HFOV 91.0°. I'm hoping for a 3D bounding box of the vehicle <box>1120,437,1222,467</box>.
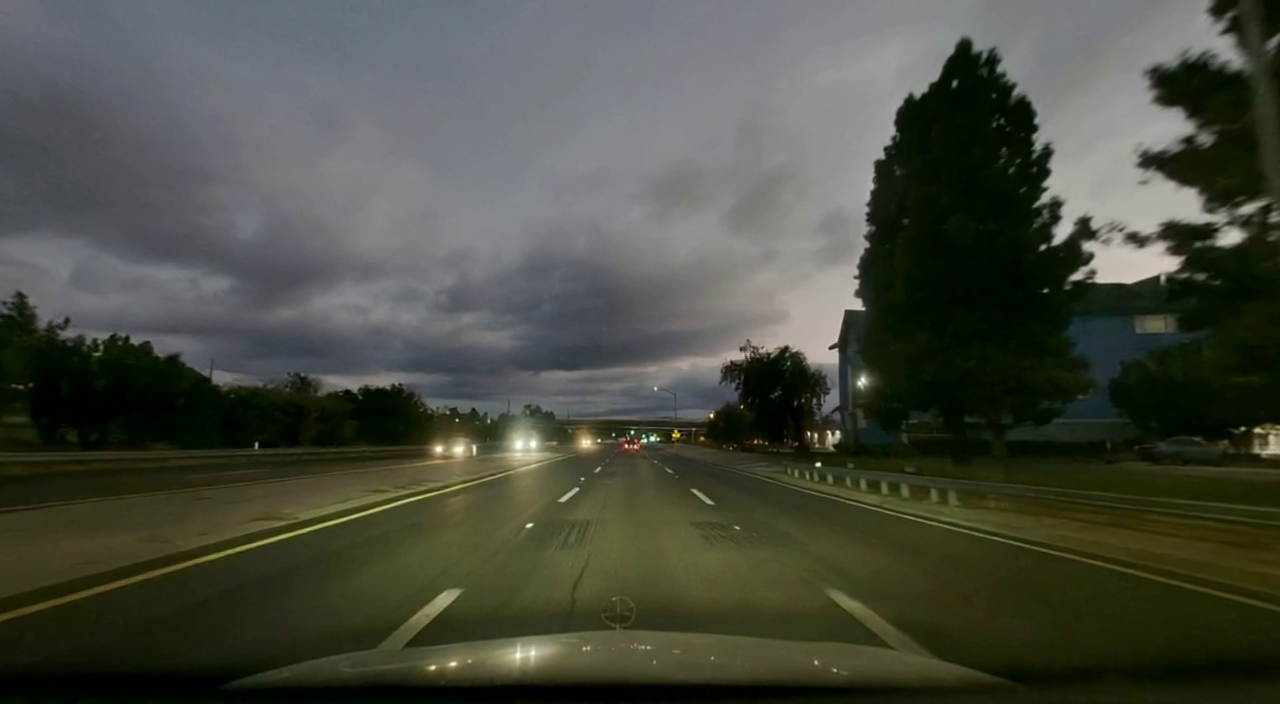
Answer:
[{"bbox_3d":[32.093,6.032,38.198,1.897,1.668,4.280,1,-8,-14],"label":"vehicle"}]
